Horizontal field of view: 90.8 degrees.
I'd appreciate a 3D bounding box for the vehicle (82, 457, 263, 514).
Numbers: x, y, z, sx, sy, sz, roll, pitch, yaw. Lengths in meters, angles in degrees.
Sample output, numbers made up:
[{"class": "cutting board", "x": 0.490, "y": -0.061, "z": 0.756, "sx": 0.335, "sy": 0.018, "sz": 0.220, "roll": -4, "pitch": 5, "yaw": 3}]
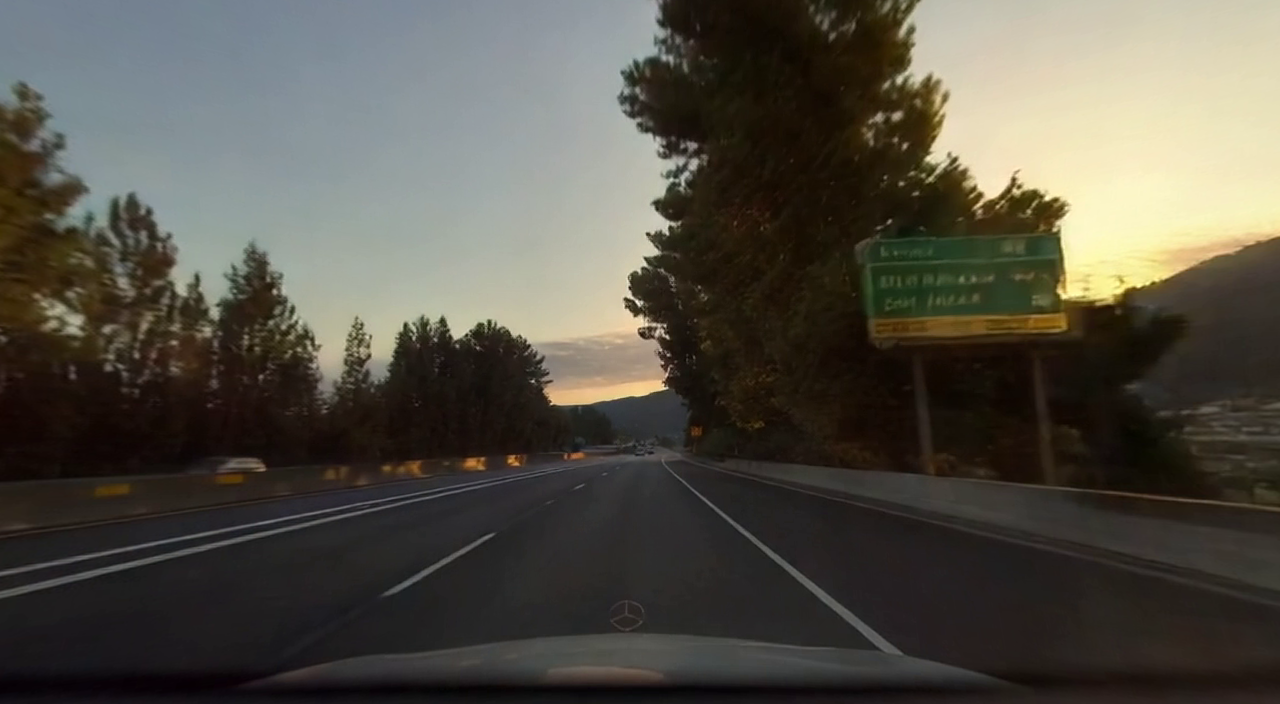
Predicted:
[{"class": "vehicle", "x": -13.741, "y": 3.915, "z": 18.982, "sx": 1.972, "sy": 1.465, "sz": 4.493, "roll": 0, "pitch": -9, "yaw": 0}]
